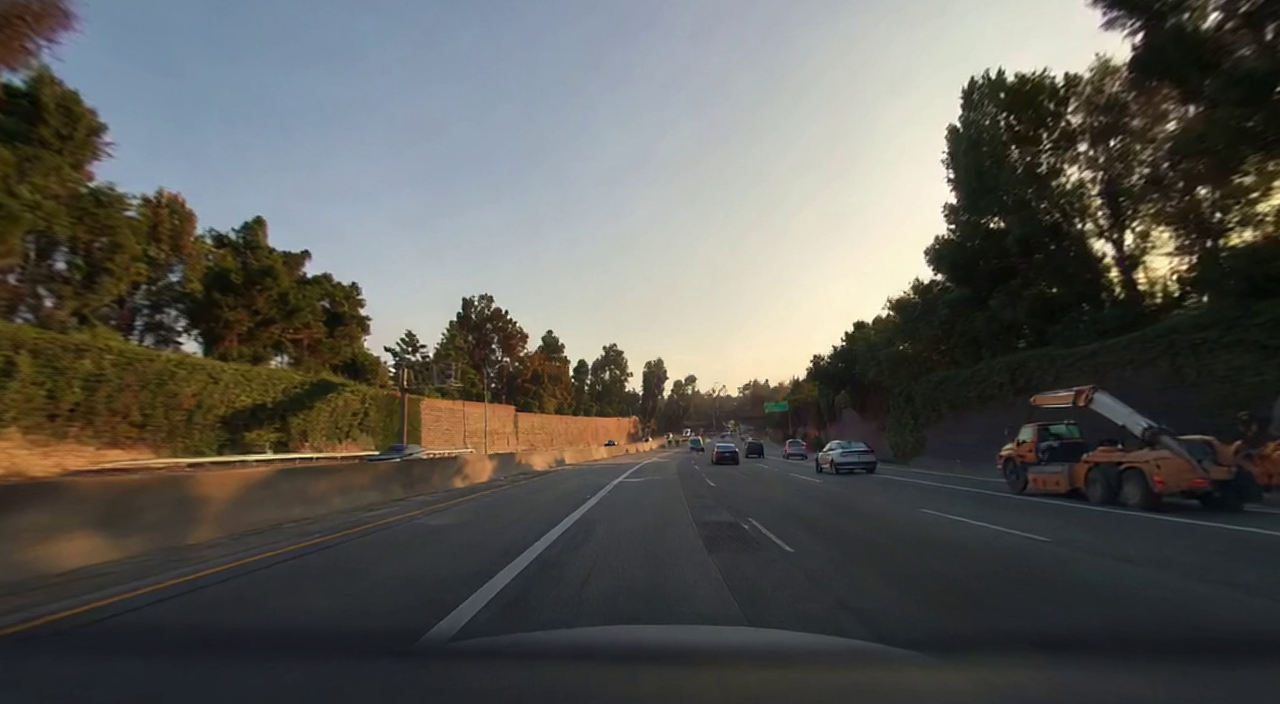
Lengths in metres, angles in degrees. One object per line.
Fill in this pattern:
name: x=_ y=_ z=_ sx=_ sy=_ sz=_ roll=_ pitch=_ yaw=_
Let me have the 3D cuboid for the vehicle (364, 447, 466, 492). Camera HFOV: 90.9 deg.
vehicle: x=-8.323 y=4.367 z=23.882 sx=1.904 sy=1.458 sz=4.723 roll=-1 pitch=-8 yaw=3

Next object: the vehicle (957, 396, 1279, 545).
vehicle: x=8.065 y=1.940 z=11.019 sx=2.188 sy=1.924 sz=5.511 roll=0 pitch=-8 yaw=1

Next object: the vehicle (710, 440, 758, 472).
vehicle: x=4.686 y=5.244 z=32.064 sx=1.926 sy=1.477 sz=4.080 roll=-1 pitch=-8 yaw=2
